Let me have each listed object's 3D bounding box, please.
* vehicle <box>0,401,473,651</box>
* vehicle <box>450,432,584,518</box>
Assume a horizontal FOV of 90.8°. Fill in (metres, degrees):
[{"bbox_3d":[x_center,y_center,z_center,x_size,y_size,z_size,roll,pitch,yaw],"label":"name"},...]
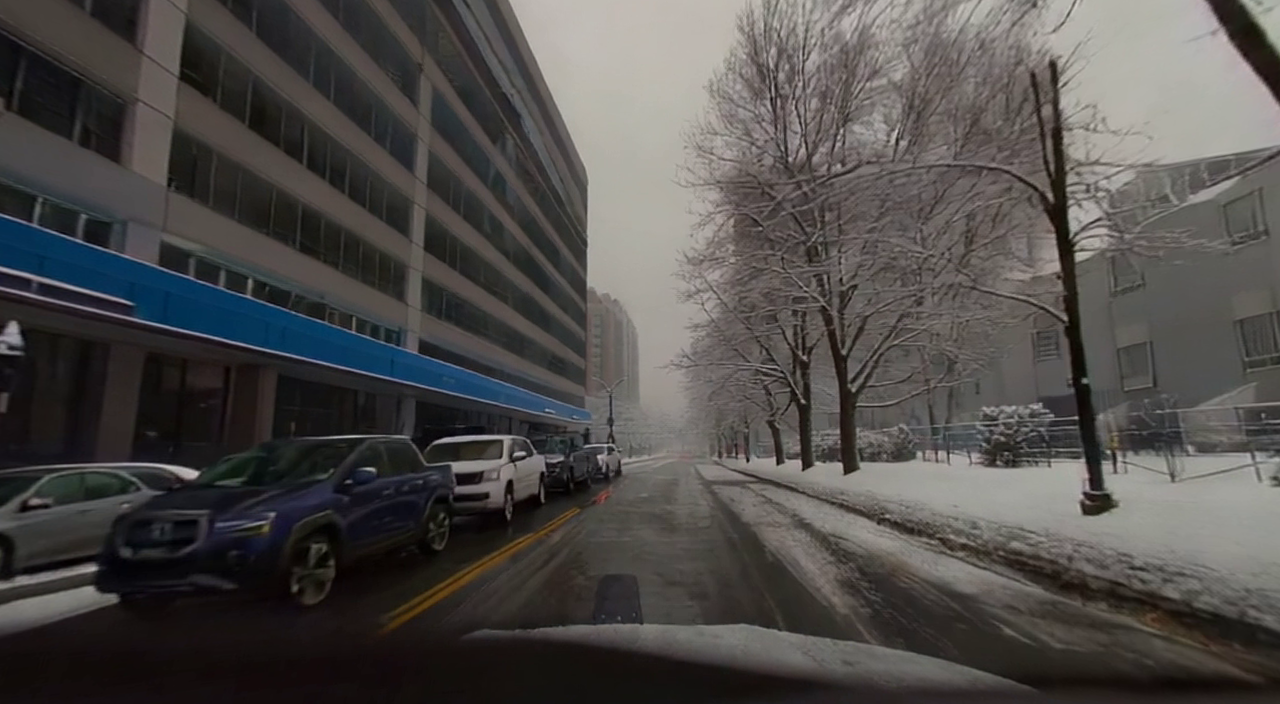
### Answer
[{"bbox_3d":[-3.693,1.623,7.038,2.173,1.814,4.573,-1,-9,3],"label":"vehicle"},{"bbox_3d":[-2.887,3.032,16.093,2.225,1.848,4.472,-1,-9,4],"label":"vehicle"}]
